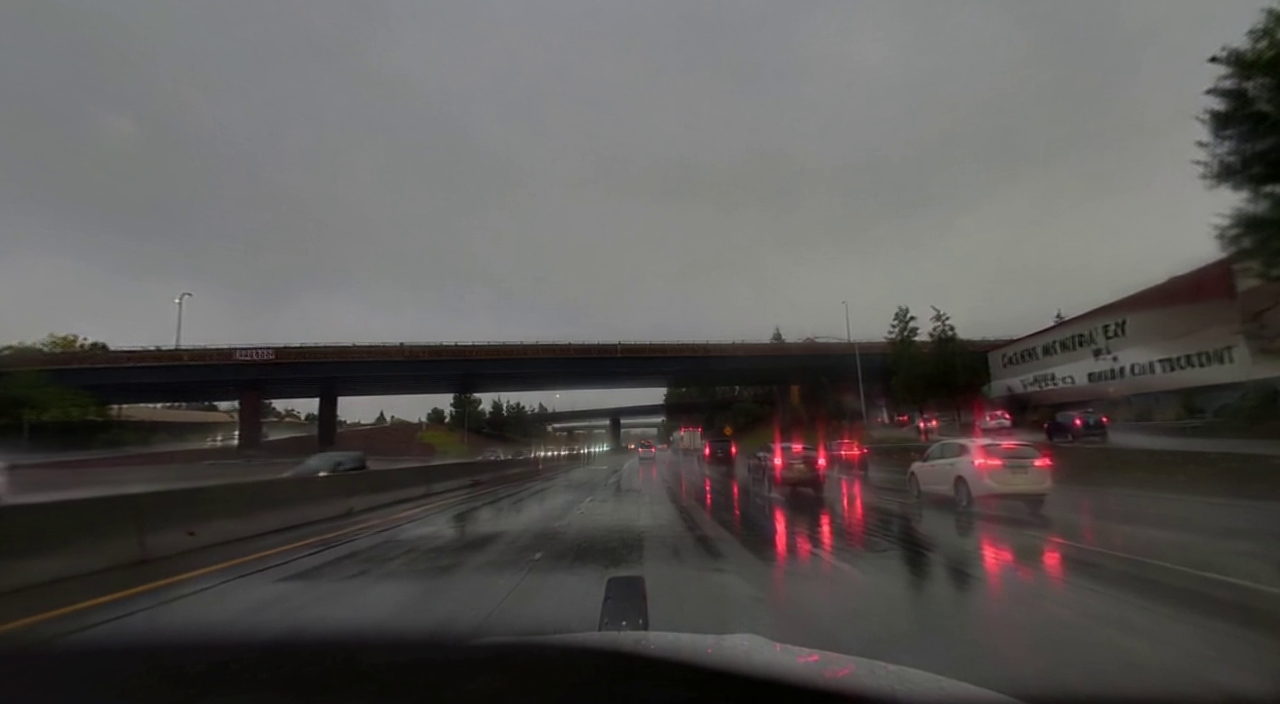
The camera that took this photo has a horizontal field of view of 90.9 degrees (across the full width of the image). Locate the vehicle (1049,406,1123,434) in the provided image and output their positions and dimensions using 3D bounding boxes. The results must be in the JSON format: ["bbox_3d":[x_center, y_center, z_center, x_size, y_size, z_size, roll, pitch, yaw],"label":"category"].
[{"bbox_3d":[32.759,5.095,46.556,2.131,1.840,4.870,-1,-8,4],"label":"vehicle"}]

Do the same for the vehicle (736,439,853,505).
[{"bbox_3d":[3.868,3.077,16.655,1.902,1.481,4.451,0,-8,-1],"label":"vehicle"}]

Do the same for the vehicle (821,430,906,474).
[{"bbox_3d":[11.168,5.029,32.008,2.193,2.025,5.606,0,-8,0],"label":"vehicle"}]

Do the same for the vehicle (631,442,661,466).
[{"bbox_3d":[0.394,7.488,46.424,2.124,1.639,4.122,0,-8,0],"label":"vehicle"}]

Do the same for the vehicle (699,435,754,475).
[{"bbox_3d":[4.295,5.214,32.115,2.086,1.858,4.737,0,-8,-1],"label":"vehicle"}]

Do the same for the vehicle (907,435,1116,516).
[{"bbox_3d":[7.806,2.616,13.877,1.919,1.476,4.303,0,-8,-1],"label":"vehicle"}]

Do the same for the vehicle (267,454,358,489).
[{"bbox_3d":[-15.357,5.591,29.903,1.897,1.468,4.391,0,-8,1],"label":"vehicle"}]
